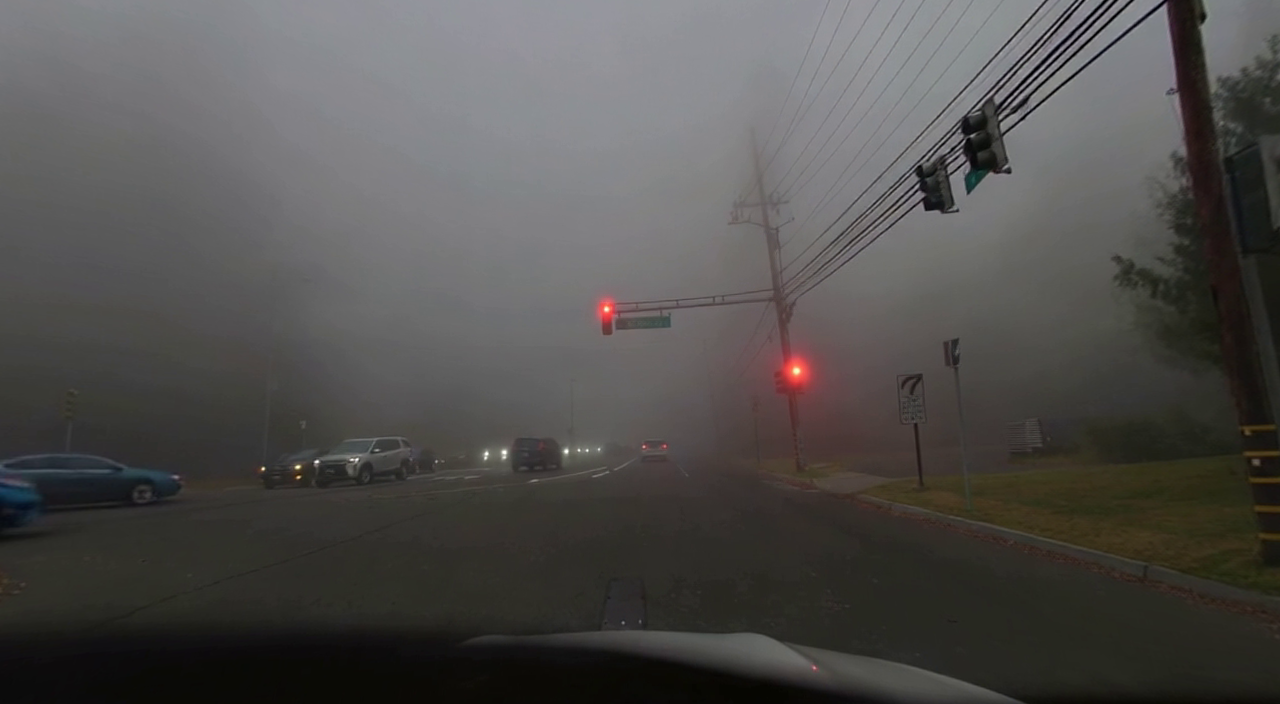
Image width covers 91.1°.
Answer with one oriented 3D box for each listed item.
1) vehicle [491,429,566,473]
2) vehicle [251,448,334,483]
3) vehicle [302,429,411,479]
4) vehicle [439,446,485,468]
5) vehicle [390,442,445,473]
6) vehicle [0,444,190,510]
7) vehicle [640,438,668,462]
[{"bbox_3d":[-5.435,4.920,31.298,2.175,1.957,4.686,-2,-9,10],"label":"vehicle"},{"bbox_3d":[-17.089,5.605,31.115,1.942,1.477,3.957,-4,-9,-1],"label":"vehicle"},{"bbox_3d":[-13.124,4.767,29.622,2.350,2.104,5.828,0,-8,1],"label":"vehicle"},{"bbox_3d":[-12.666,7.452,44.899,1.841,1.477,4.485,-1,-8,2],"label":"vehicle"},{"bbox_3d":[-13.233,6.303,37.628,1.772,1.647,4.221,-4,-9,0],"label":"vehicle"},{"bbox_3d":[-14.337,3.092,15.928,4.603,1.482,1.904,6,-10,-35],"label":"vehicle"},{"bbox_3d":[1.037,7.322,47.152,2.010,1.681,4.682,0,-8,1],"label":"vehicle"}]
